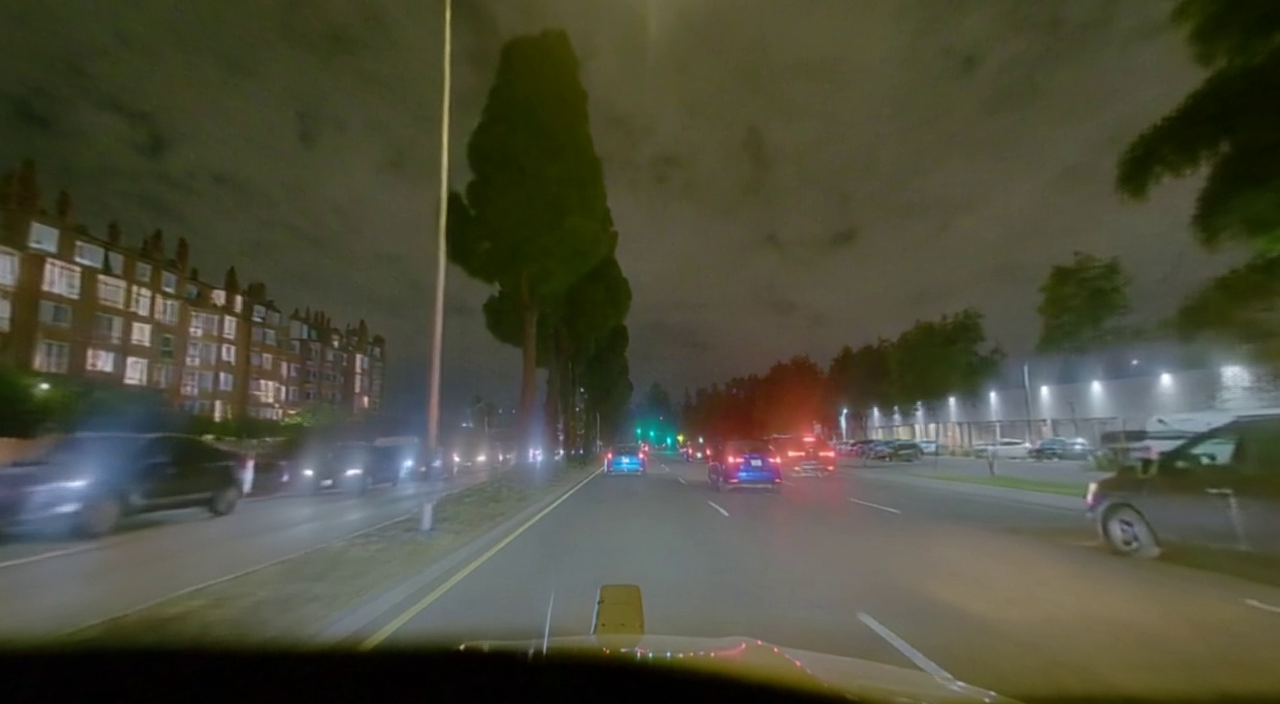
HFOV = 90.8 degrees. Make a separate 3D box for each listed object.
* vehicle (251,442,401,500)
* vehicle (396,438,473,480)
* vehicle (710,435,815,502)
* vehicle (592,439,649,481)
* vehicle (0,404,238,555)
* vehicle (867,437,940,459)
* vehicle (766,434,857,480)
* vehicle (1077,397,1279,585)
[{"bbox_3d":[-9.082,3.455,18.853,2.148,1.473,4.709,0,-9,-1],"label":"vehicle"},{"bbox_3d":[-9.068,4.729,28.279,2.019,1.668,4.433,-1,-8,0],"label":"vehicle"},{"bbox_3d":[3.000,2.943,16.317,1.852,1.498,3.825,0,-9,-2],"label":"vehicle"},{"bbox_3d":[-0.700,4.099,24.151,1.994,1.479,3.647,0,-9,-1],"label":"vehicle"},{"bbox_3d":[-9.003,1.937,10.152,2.043,1.860,4.656,-1,-8,-1],"label":"vehicle"},{"bbox_3d":[20.534,7.495,49.340,4.697,1.691,2.106,0,-9,-1],"label":"vehicle"},{"bbox_3d":[7.229,4.490,27.361,2.224,1.772,5.325,0,-9,-2],"label":"vehicle"},{"bbox_3d":[7.354,1.368,6.274,2.224,1.815,5.192,0,-9,-1],"label":"vehicle"}]
